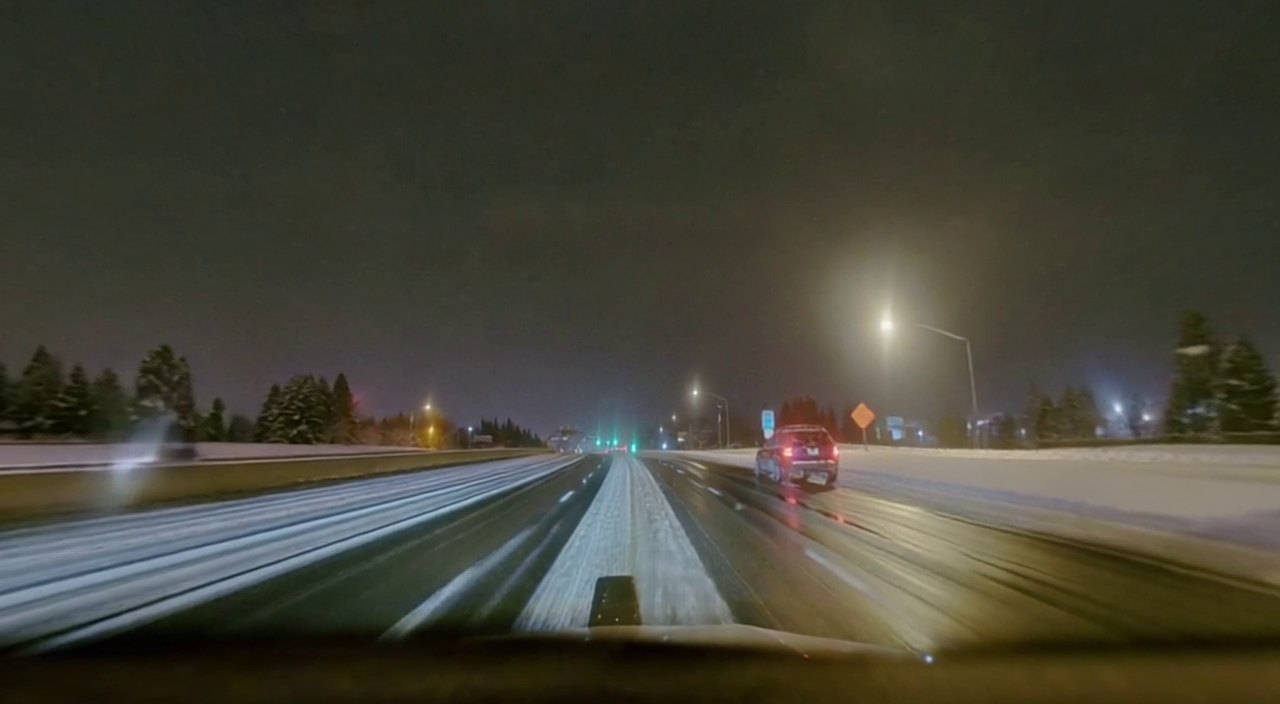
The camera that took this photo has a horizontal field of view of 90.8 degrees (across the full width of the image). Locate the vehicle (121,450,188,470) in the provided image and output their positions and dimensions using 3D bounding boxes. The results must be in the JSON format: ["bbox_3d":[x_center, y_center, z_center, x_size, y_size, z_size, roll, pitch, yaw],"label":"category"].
[{"bbox_3d":[-37.970,8.442,49.584,1.790,1.451,4.558,0,-9,-2],"label":"vehicle"}]
